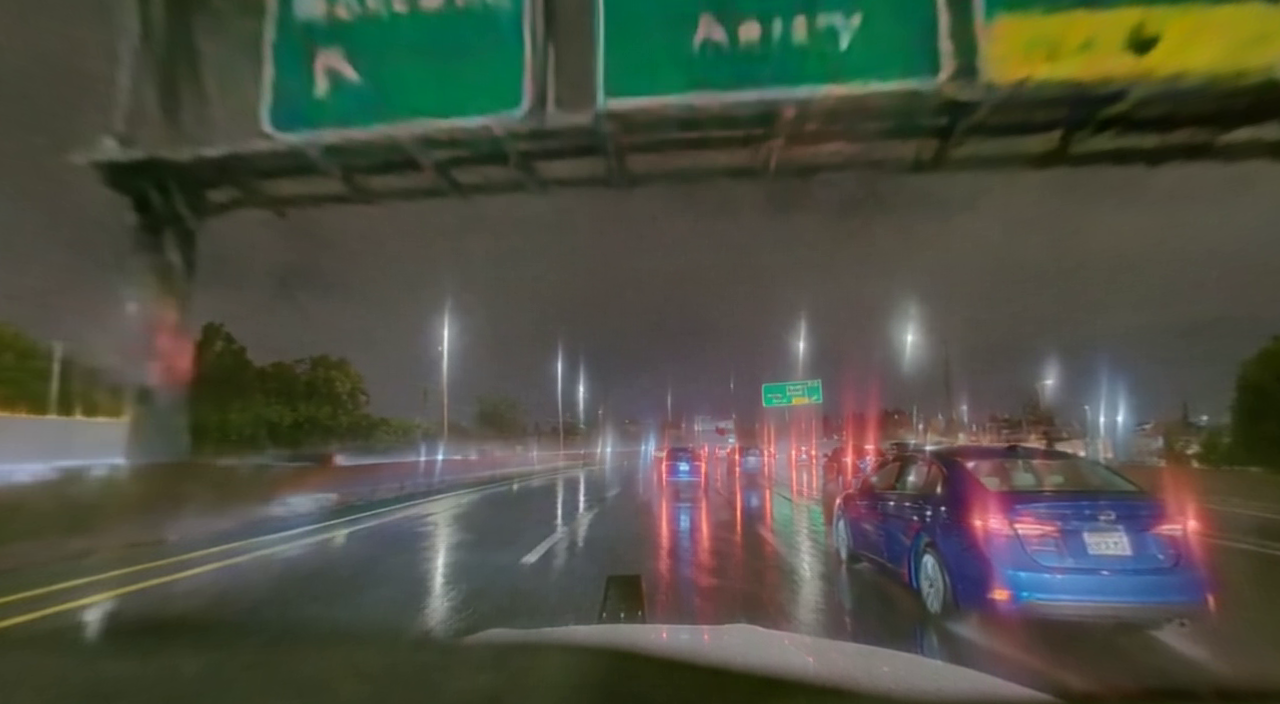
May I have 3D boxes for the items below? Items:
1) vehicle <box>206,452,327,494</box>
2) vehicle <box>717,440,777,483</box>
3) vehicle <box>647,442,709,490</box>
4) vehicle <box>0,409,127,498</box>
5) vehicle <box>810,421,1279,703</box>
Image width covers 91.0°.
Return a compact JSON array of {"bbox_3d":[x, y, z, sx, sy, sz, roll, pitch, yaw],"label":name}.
[{"bbox_3d":[-15.057,4.866,25.720,1.973,1.532,4.450,-1,-9,4],"label":"vehicle"},{"bbox_3d":[4.581,4.770,27.683,2.076,1.684,4.241,0,-9,3],"label":"vehicle"},{"bbox_3d":[1.376,4.128,23.092,2.074,1.614,3.803,-1,-9,3],"label":"vehicle"},{"bbox_3d":[-22.913,3.597,22.412,3.098,2.950,6.966,0,-9,2],"label":"vehicle"},{"bbox_3d":[3.103,1.462,5.602,2.009,1.489,4.559,0,-9,1],"label":"vehicle"}]
